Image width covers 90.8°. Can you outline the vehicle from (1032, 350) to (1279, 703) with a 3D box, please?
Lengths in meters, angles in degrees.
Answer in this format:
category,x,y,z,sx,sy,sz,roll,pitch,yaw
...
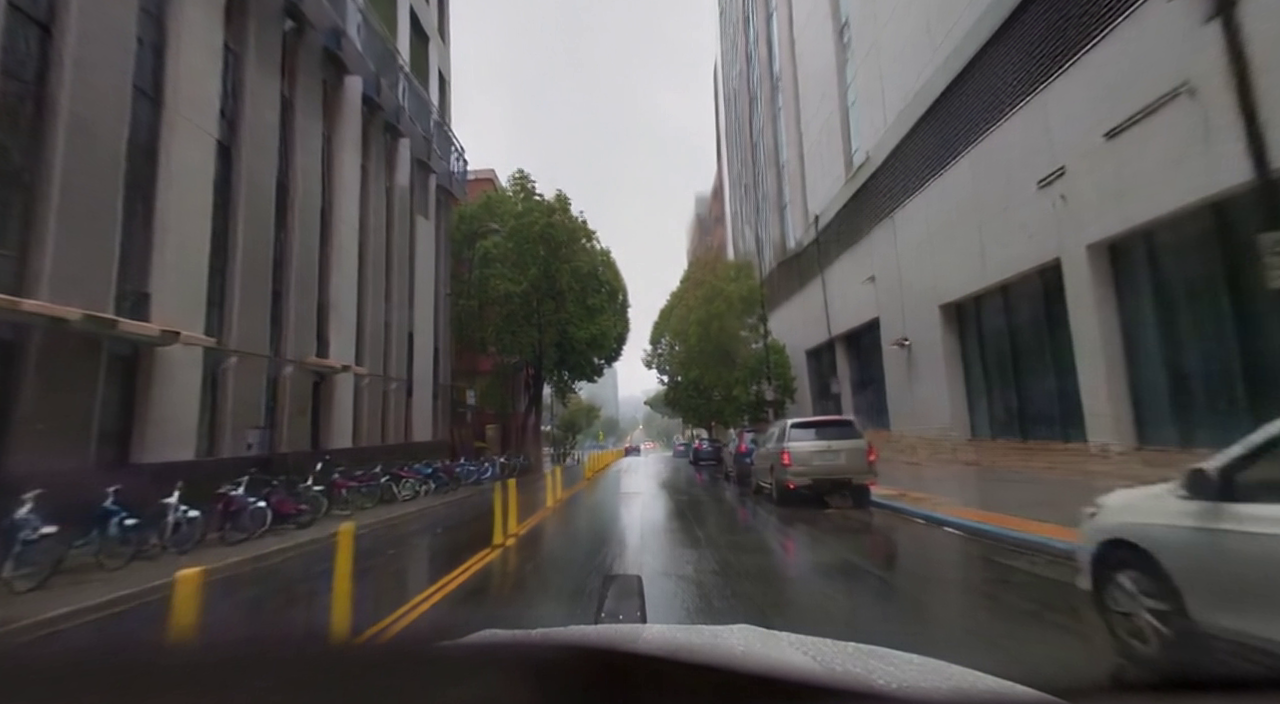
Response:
category,x,y,z,sx,sy,sz,roll,pitch,yaw
vehicle,3.803,0.789,2.222,1.999,1.769,4.191,-1,-8,-2

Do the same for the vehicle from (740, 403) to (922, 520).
category,x,y,z,sx,sy,sz,roll,pitch,yaw
vehicle,3.472,2.140,12.690,2.127,1.864,4.892,-1,-9,1

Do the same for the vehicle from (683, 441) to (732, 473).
category,x,y,z,sx,sy,sz,roll,pitch,yaw
vehicle,3.309,5.280,32.071,1.963,1.445,4.948,-1,-8,0
